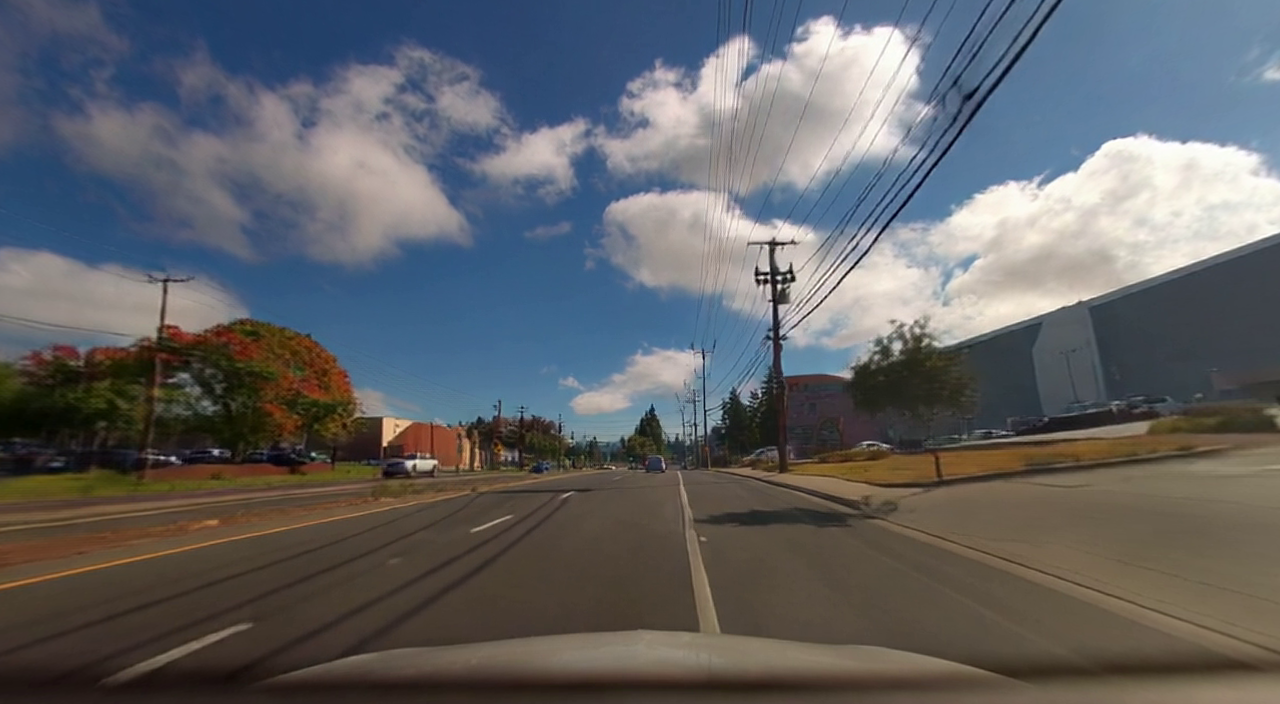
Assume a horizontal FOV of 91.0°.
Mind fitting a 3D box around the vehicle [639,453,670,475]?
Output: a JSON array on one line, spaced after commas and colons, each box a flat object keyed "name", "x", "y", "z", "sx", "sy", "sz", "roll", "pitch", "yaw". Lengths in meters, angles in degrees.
[{"name": "vehicle", "x": 1.094, "y": 8.209, "z": 46.299, "sx": 2.114, "sy": 1.492, "sz": 4.453, "roll": -1, "pitch": -8, "yaw": 2}]

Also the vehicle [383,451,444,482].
[{"name": "vehicle", "x": -13.508, "y": 6.833, "z": 37.835, "sx": 1.942, "sy": 1.710, "sz": 4.167, "roll": -1, "pitch": -8, "yaw": 3}]
